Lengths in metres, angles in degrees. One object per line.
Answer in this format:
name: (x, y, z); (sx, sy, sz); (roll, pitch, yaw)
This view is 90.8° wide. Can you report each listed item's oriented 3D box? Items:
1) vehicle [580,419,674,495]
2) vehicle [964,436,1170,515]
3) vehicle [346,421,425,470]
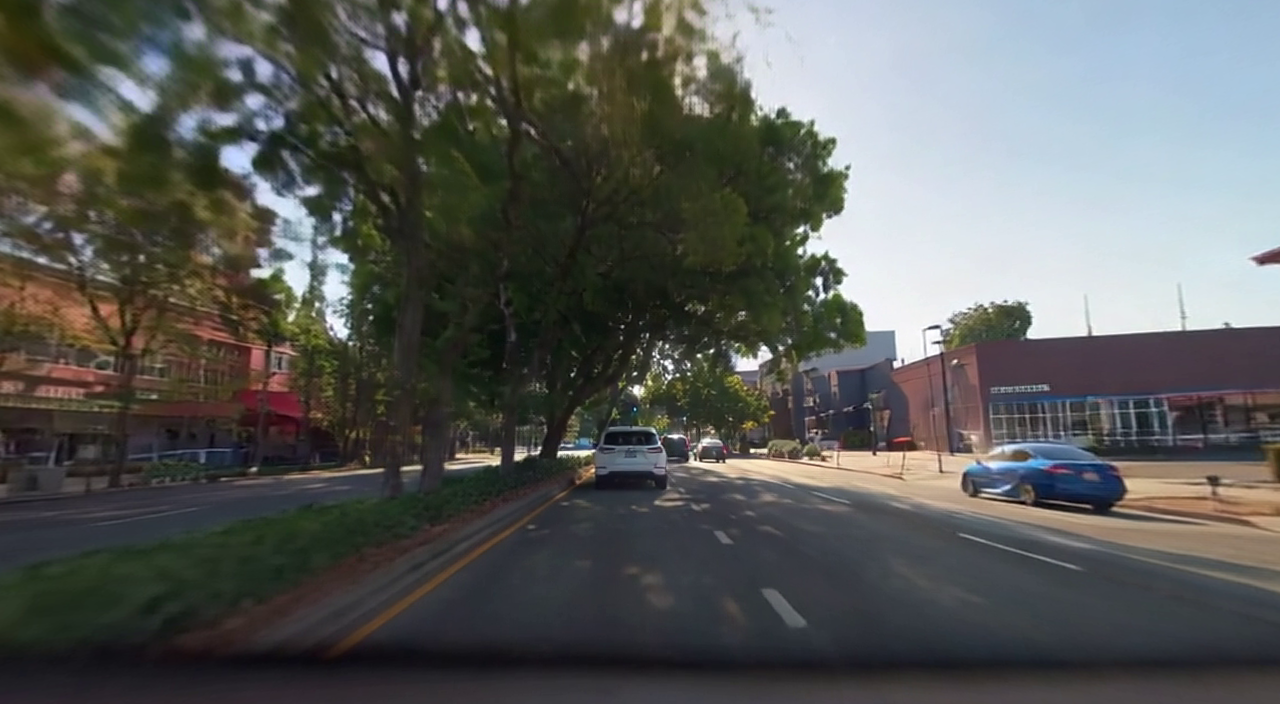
vehicle: (-0.359, 2.862, 17.516); (2.277, 1.816, 4.192); (0, -8, -1)
vehicle: (9.153, 2.651, 14.154); (2.002, 1.456, 4.631); (-2, -9, 9)
vehicle: (-19.239, 7.164, 48.337); (2.811, 3.399, 7.898); (1, -9, -2)
